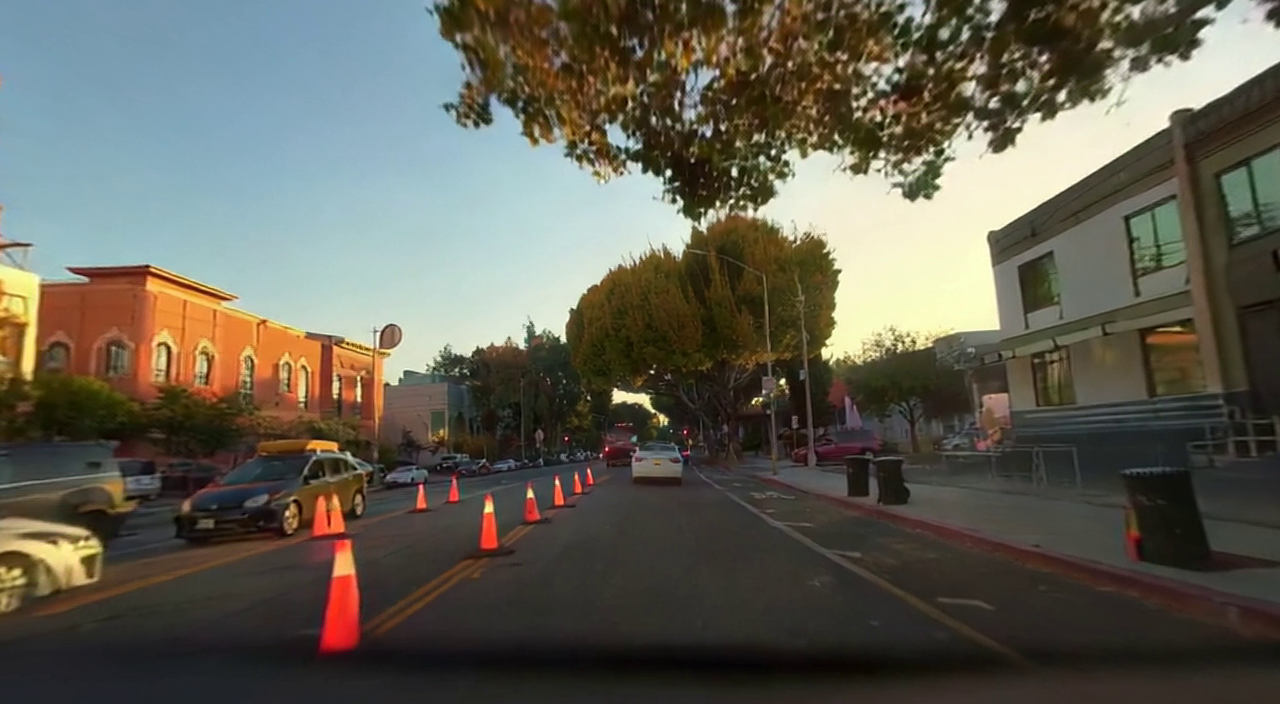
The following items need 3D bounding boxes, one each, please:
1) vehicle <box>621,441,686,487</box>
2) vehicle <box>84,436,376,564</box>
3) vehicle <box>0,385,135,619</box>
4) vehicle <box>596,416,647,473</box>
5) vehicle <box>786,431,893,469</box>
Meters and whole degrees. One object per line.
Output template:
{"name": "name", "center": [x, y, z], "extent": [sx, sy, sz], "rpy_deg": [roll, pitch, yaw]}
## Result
{"name": "vehicle", "center": [0.514, 4.034, 23.018], "extent": [2.159, 1.506, 4.086], "rpy_deg": [0, -9, 2]}
{"name": "vehicle", "center": [-6.839, 2.479, 11.439], "extent": [2.016, 1.693, 4.911], "rpy_deg": [-3, -9, 0]}
{"name": "vehicle", "center": [-7.262, 1.143, 3.873], "extent": [2.614, 2.153, 7.170], "rpy_deg": [-4, -10, -2]}
{"name": "vehicle", "center": [-1.233, 6.352, 43.265], "extent": [2.977, 3.271, 12.748], "rpy_deg": [0, -9, -1]}
{"name": "vehicle", "center": [10.567, 5.239, 33.794], "extent": [4.859, 1.914, 2.333], "rpy_deg": [0, -9, -5]}
